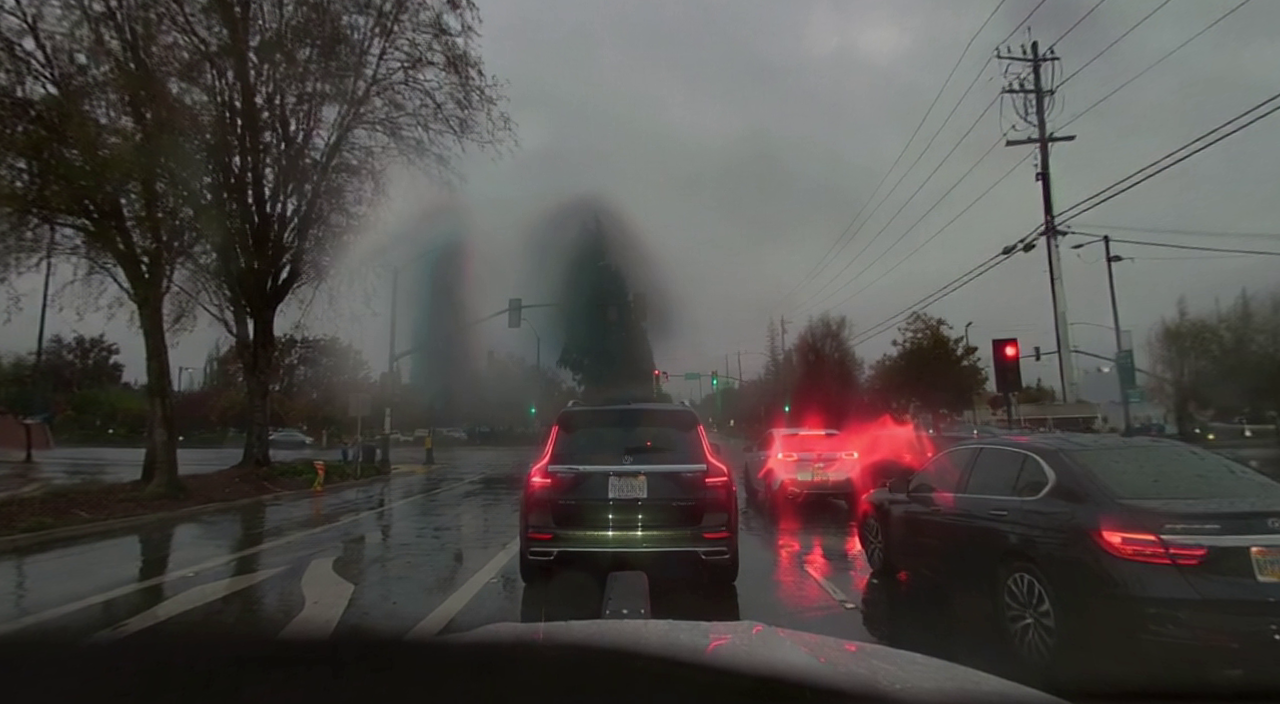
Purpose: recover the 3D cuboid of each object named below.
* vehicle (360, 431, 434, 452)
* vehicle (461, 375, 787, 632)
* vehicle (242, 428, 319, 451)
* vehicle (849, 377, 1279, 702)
[{"bbox_3d":[-17.780,6.562,46.352,4.607,1.478,1.995,0,-8,0],"label":"vehicle"},{"bbox_3d":[-0.160,1.379,6.714,2.271,1.786,4.443,0,-8,-1],"label":"vehicle"},{"bbox_3d":[-26.868,6.533,47.193,4.587,1.639,1.878,0,-8,1],"label":"vehicle"},{"bbox_3d":[3.540,1.291,5.555,1.948,1.677,4.437,0,-8,1],"label":"vehicle"}]
